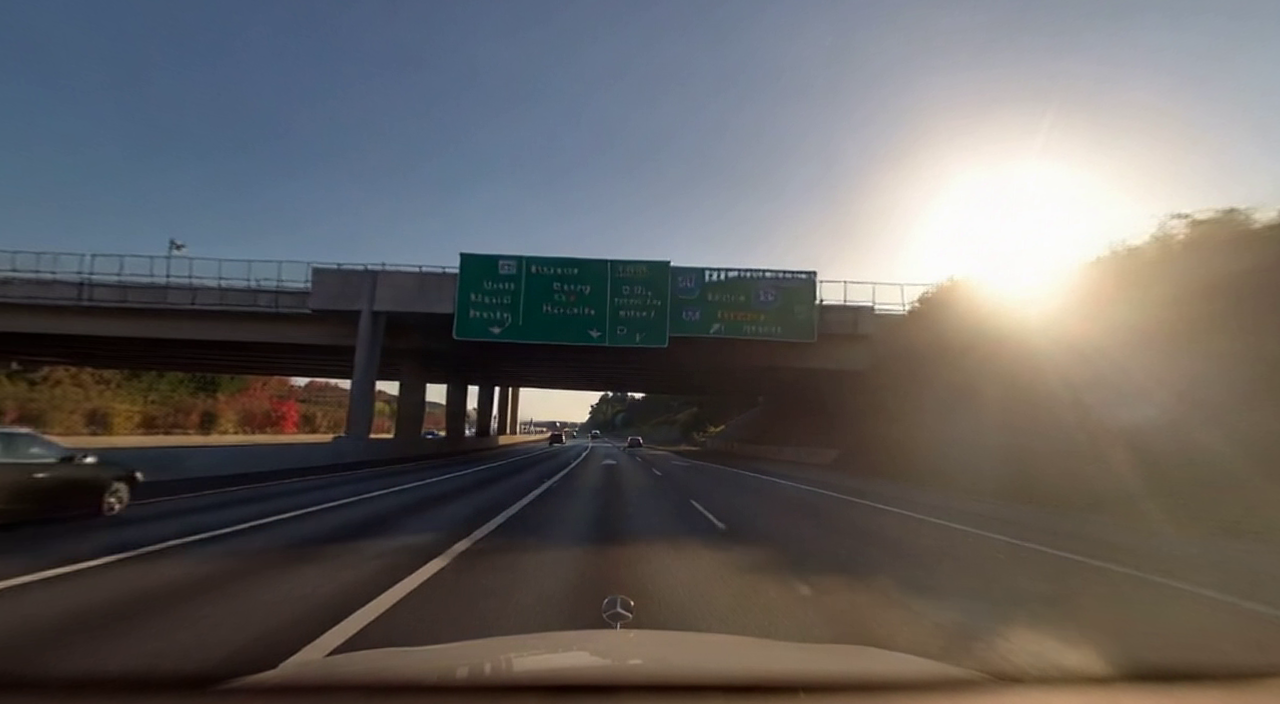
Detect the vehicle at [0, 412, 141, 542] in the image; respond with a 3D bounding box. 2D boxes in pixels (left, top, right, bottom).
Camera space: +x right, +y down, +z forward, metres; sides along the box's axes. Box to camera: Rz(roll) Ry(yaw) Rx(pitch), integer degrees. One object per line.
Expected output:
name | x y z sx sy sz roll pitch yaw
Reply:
vehicle | -8.624 1.472 7.278 1.828 1.549 4.846 0 -8 -2
